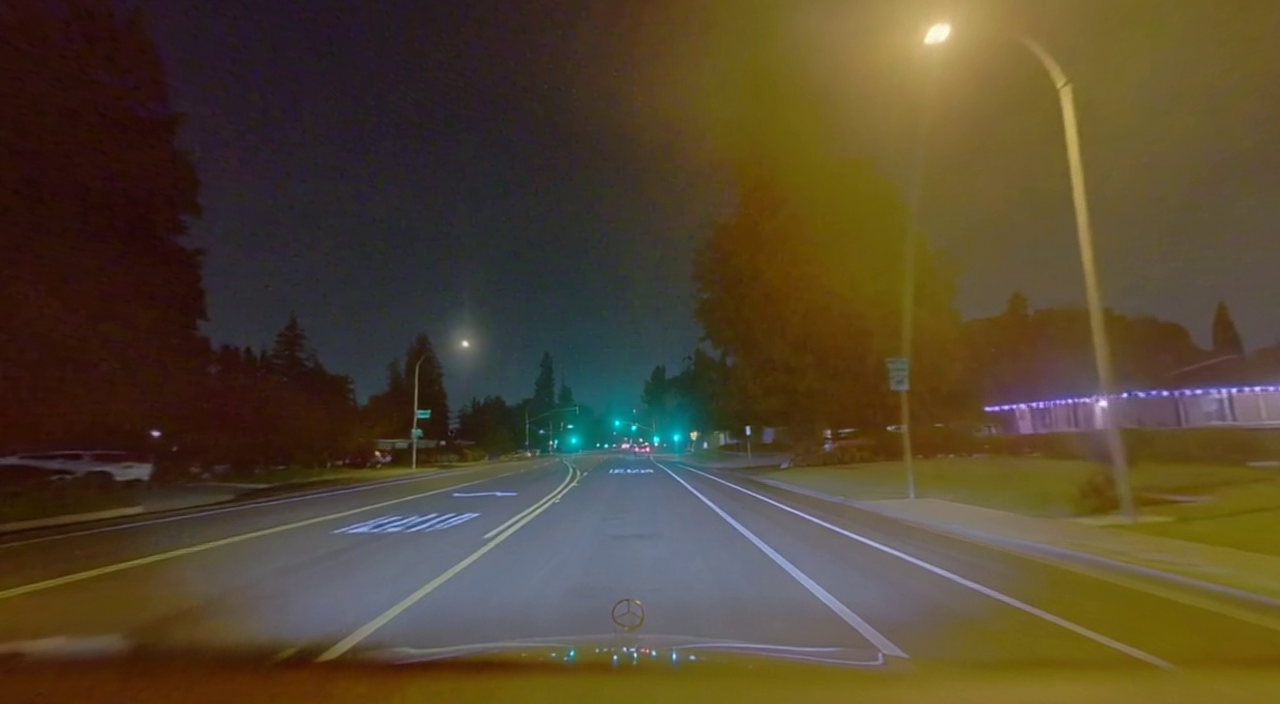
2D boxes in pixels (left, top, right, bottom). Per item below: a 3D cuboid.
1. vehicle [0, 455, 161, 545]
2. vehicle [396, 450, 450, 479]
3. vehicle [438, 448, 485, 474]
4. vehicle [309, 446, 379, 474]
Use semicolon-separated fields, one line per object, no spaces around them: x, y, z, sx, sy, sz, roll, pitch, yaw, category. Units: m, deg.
-12.891;3.131;13.761;1.791;1.552;3.919;-3;-8;0;vehicle
-12.912;6.685;37.664;1.777;1.555;4.000;0;-8;0;vehicle
-12.665;7.790;45.054;1.950;1.593;4.784;-1;-7;0;vehicle
-21.442;7.823;45.677;4.145;1.420;1.899;-6;-7;0;vehicle
